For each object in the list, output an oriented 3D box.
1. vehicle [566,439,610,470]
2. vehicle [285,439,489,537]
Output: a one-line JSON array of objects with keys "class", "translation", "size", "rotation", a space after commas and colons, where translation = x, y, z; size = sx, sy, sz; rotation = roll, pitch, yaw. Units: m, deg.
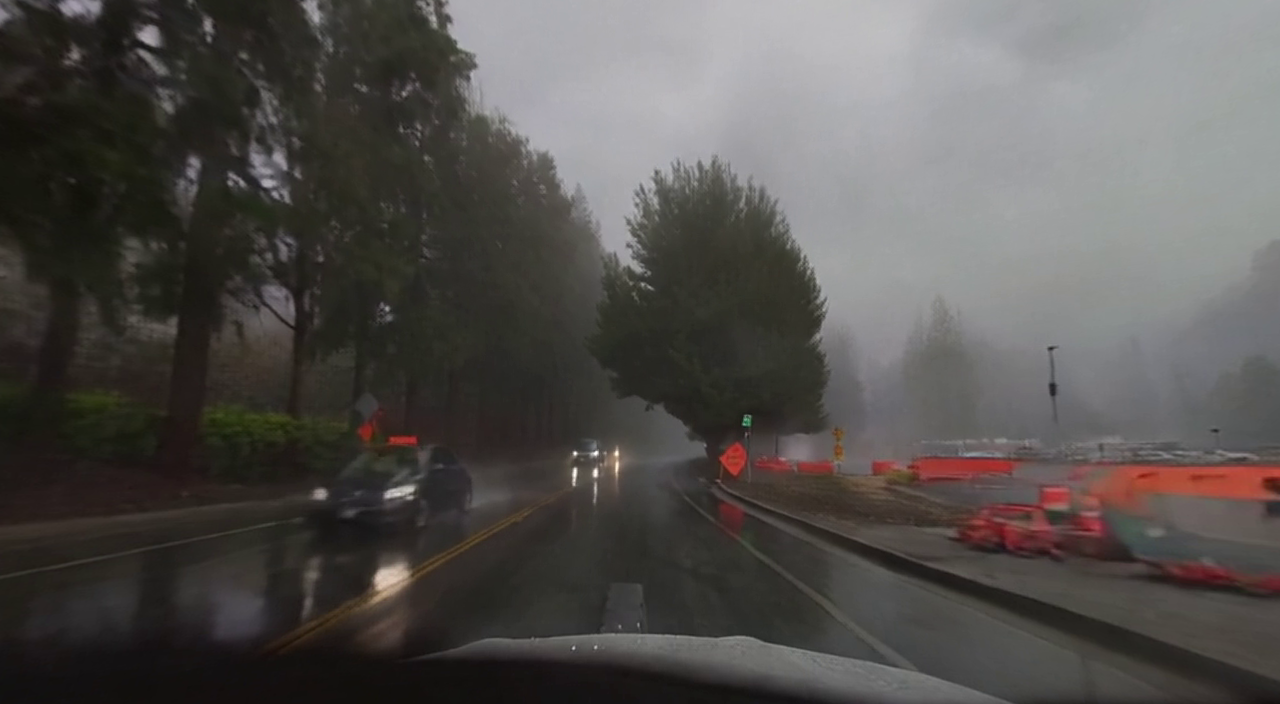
[{"class": "vehicle", "translation": [-3.411, 6.877, 42.424], "size": [2.119, 1.935, 4.881], "rotation": [-1, -9, 5]}, {"class": "vehicle", "translation": [-4.408, 2.428, 11.875], "size": [1.964, 1.481, 4.199], "rotation": [-1, -9, 2]}]
